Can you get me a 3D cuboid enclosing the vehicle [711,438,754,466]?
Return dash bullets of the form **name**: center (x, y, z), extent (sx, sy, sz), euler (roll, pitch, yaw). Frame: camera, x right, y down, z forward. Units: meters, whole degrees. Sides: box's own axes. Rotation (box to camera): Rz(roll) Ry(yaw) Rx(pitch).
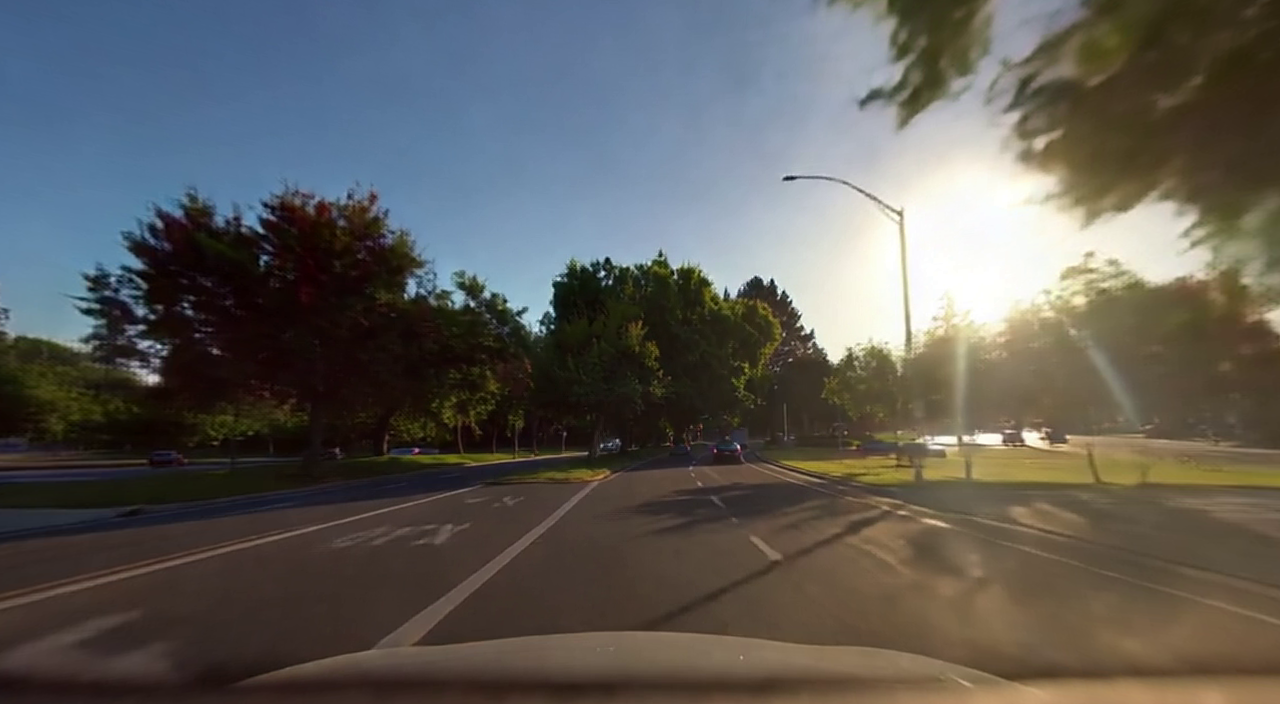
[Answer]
- **vehicle**: center (5.291, 5.788, 36.506), extent (1.989, 1.497, 4.436), euler (-1, -9, 3)
